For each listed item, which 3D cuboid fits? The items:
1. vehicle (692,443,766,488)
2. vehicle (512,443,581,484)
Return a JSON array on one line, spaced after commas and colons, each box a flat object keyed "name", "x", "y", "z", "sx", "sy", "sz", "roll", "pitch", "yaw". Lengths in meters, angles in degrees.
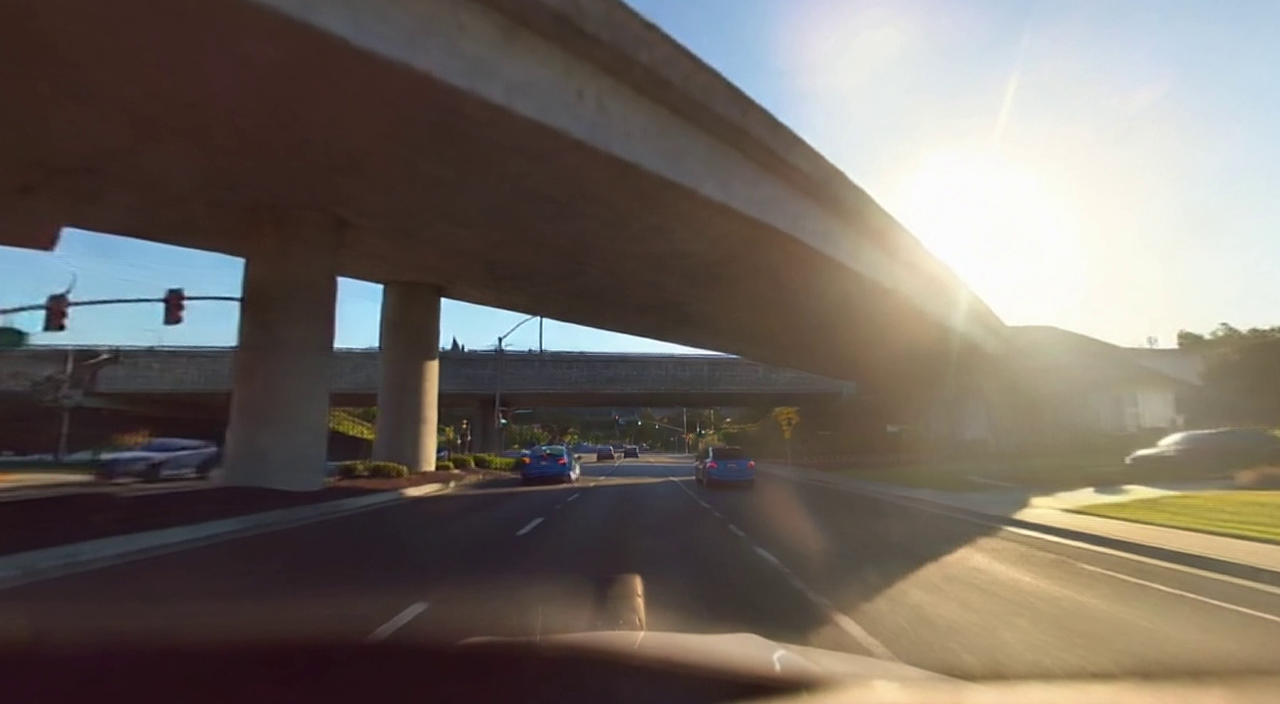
[{"name": "vehicle", "x": 3.178, "y": 4.167, "z": 23.536, "sx": 2.068, "sy": 1.497, "sz": 4.247, "roll": 0, "pitch": -9, "yaw": -1}, {"name": "vehicle", "x": -3.663, "y": 4.439, "z": 25.534, "sx": 2.060, "sy": 1.484, "sz": 4.417, "roll": 0, "pitch": -9, "yaw": 1}]
